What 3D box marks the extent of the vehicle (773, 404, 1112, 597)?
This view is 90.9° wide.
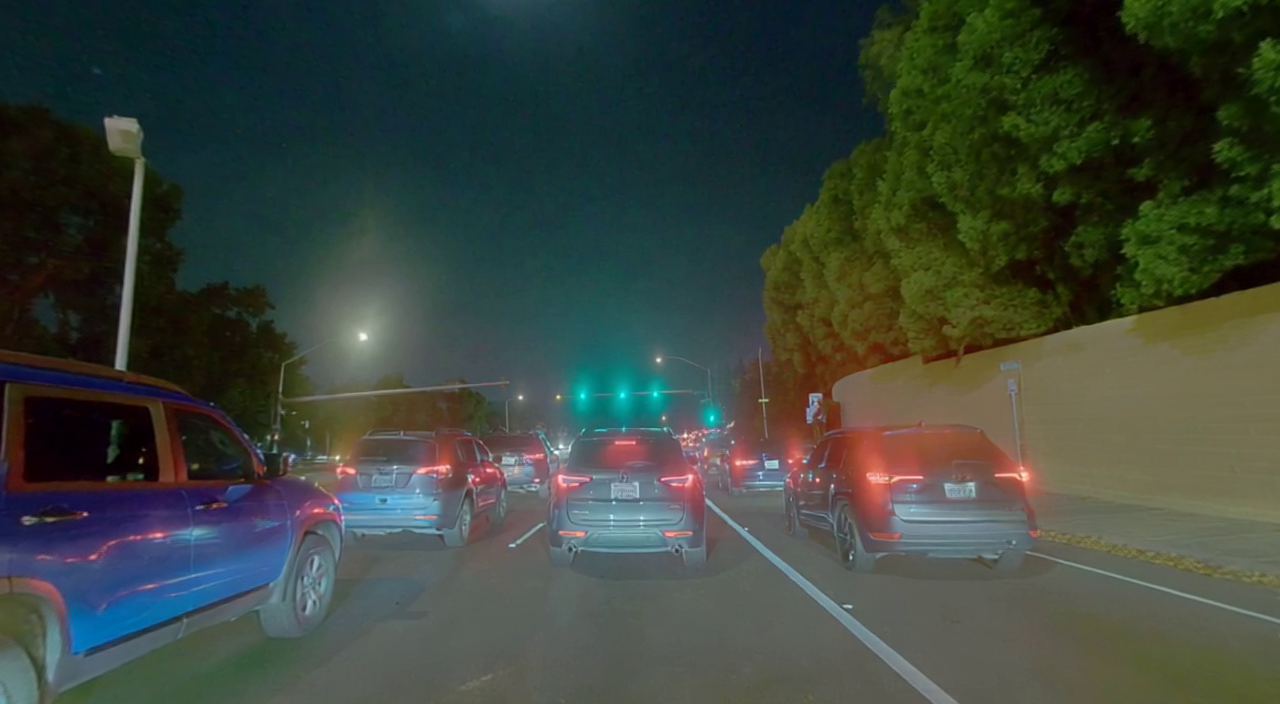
[{"bbox_3d":[3.148,1.631,7.802,2.029,1.702,4.281,0,-8,0],"label":"vehicle"}]

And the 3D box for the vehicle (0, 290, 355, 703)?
[{"bbox_3d":[-3.511,0.829,3.120,2.070,1.913,4.450,0,-8,0],"label":"vehicle"}]

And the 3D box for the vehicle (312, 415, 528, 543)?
[{"bbox_3d":[-3.483,2.109,11.154,2.067,1.759,4.631,0,-8,1],"label":"vehicle"}]

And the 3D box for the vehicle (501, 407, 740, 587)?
[{"bbox_3d":[-0.150,1.655,7.952,2.245,1.677,3.913,0,-8,1],"label":"vehicle"}]
